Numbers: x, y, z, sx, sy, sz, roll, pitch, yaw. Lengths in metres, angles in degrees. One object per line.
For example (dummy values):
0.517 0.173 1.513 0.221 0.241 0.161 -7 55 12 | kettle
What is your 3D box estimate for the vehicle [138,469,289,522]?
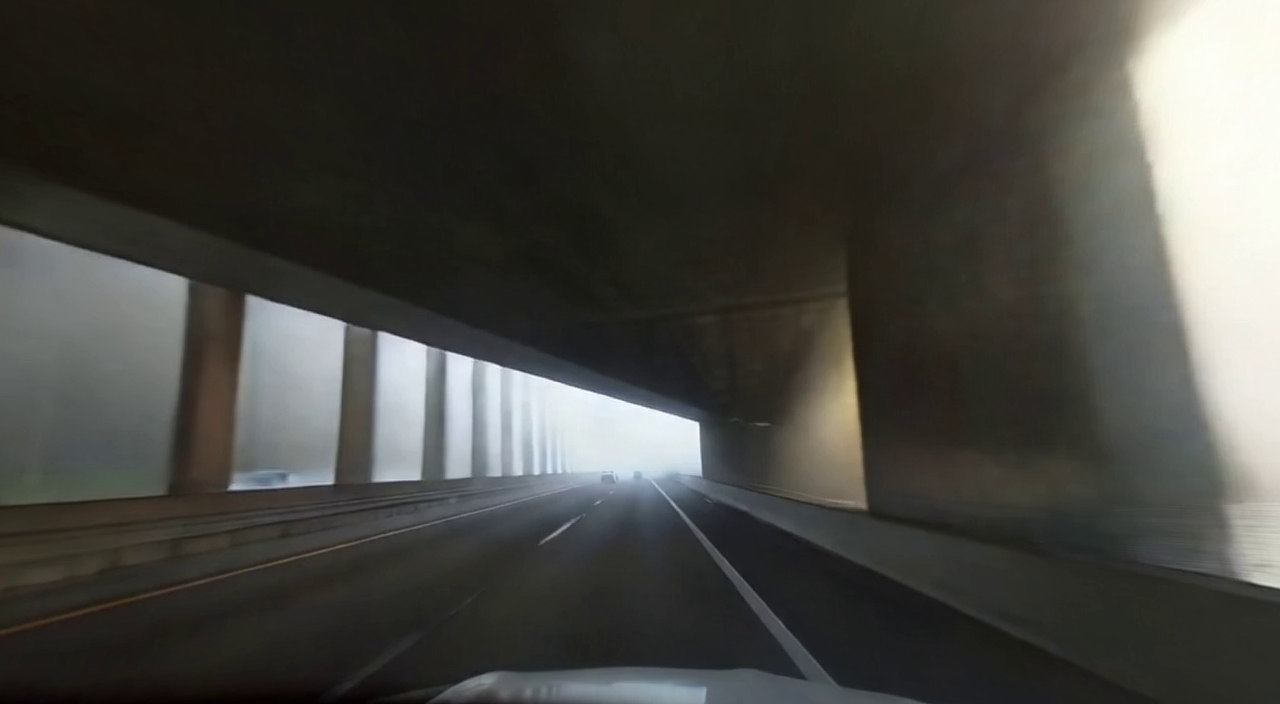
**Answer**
-12.835 4.313 19.300 1.941 1.429 3.701 1 -10 1 | vehicle
